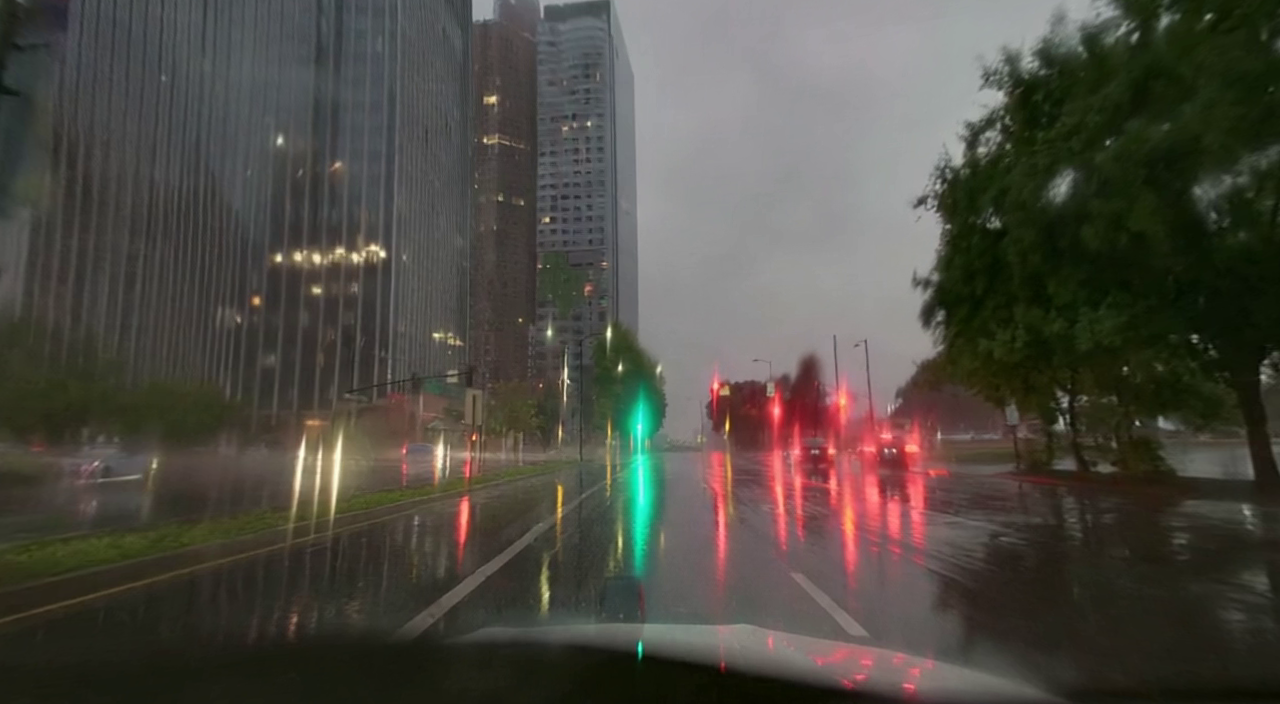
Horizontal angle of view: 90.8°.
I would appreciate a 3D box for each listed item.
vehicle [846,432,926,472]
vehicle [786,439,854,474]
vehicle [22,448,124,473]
[{"bbox_3d":[12.019,4.921,31.222,2.027,1.810,4.854,0,-9,1],"label":"vehicle"},{"bbox_3d":[8.339,4.897,29.777,1.936,1.489,4.885,-1,-8,2],"label":"vehicle"},{"bbox_3d":[-34.564,6.633,38.587,4.417,1.448,1.907,0,-8,0],"label":"vehicle"}]
